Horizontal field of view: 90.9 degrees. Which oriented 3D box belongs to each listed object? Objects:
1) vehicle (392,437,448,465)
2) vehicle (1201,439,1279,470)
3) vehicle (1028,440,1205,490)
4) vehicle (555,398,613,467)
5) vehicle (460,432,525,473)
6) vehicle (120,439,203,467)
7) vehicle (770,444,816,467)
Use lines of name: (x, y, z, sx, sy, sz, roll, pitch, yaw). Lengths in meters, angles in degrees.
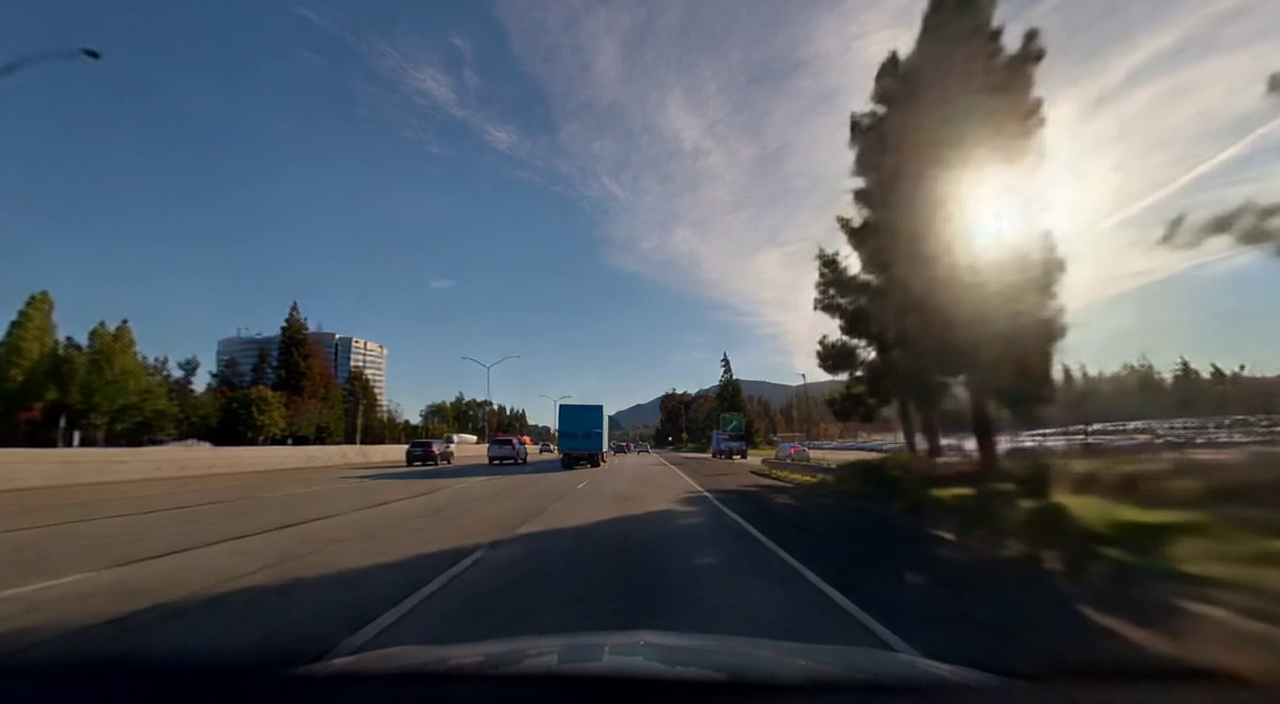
vehicle: (-14.379, 6.473, 41.457, 1.997, 1.695, 4.492, 0, -8, 1)
vehicle: (32.377, 5.311, 32.876, 4.737, 1.464, 1.914, 0, -9, -9)
vehicle: (16.186, 3.839, 21.853, 2.022, 1.505, 4.786, 1, -8, -8)
vehicle: (-3.555, 5.657, 43.511, 2.905, 4.037, 12.921, 0, -8, 0)
vehicle: (-7.151, 4.917, 31.049, 2.058, 1.840, 4.443, 0, -8, 1)
vehicle: (-25.688, 5.436, 33.986, 1.644, 1.423, 3.554, 0, -8, 0)
vehicle: (11.701, 7.930, 48.522, 2.083, 1.706, 4.129, 1, -8, -7)
